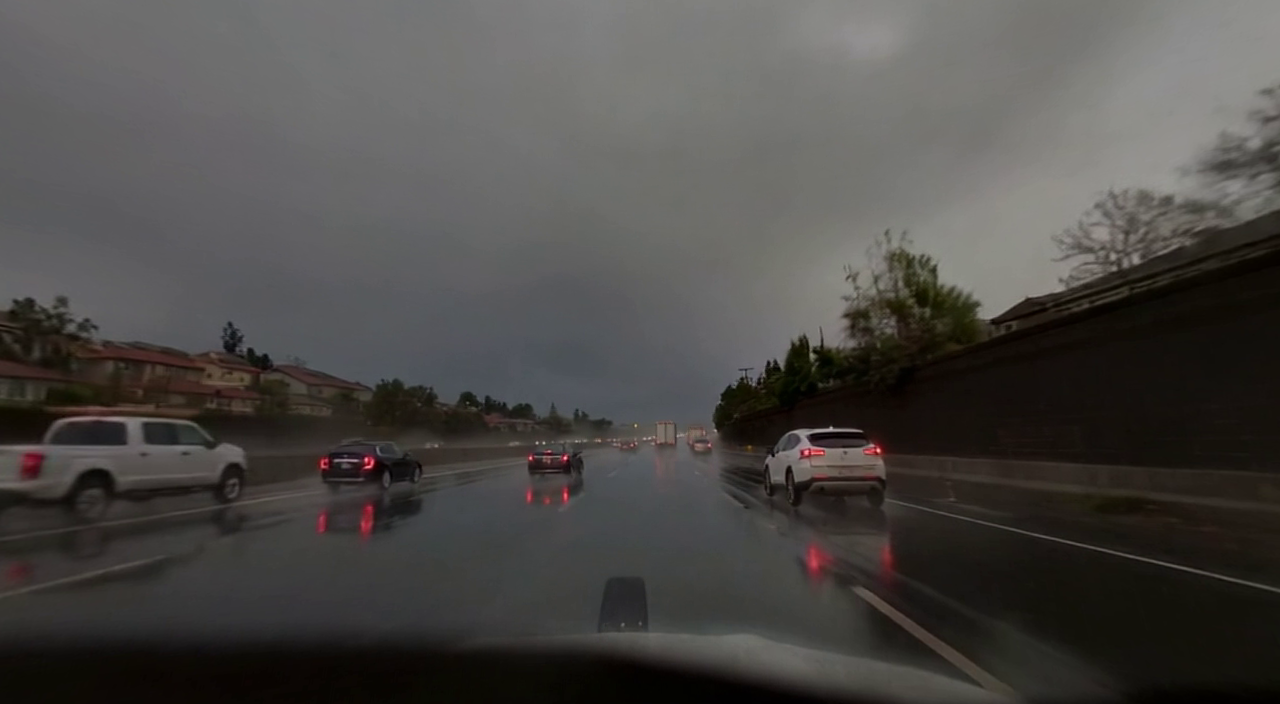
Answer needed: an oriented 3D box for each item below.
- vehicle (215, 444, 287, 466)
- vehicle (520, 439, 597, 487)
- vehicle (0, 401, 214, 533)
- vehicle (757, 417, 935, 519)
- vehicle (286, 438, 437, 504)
[{"bbox_3d":[-26.972,7.139,43.719,1.837,1.464,4.699,-1,-8,3],"label":"vehicle"},{"bbox_3d":[-2.698,3.779,21.713,1.947,1.479,4.114,0,-8,2],"label":"vehicle"},{"bbox_3d":[-10.783,2.096,11.859,2.131,2.006,4.550,0,-8,1],"label":"vehicle"},{"bbox_3d":[3.926,2.321,13.026,2.108,1.709,4.703,0,-8,0],"label":"vehicle"},{"bbox_3d":[-6.952,2.989,16.235,1.909,1.482,4.140,0,-8,1],"label":"vehicle"}]
